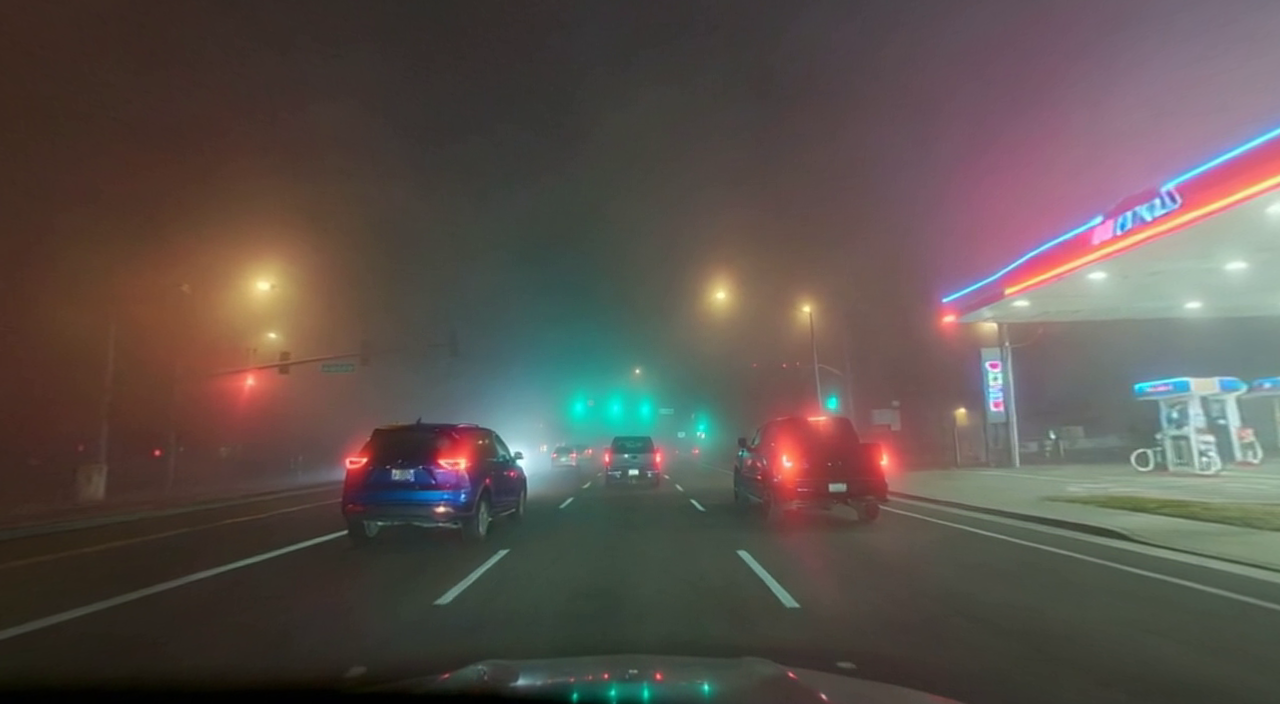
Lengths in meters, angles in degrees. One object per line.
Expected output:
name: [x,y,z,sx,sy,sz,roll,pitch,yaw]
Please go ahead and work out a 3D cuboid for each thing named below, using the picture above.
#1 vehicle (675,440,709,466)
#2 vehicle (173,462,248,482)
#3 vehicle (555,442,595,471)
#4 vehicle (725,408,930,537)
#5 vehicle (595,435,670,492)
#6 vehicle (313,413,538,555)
vehicle: [3.705,7.324,45.819,2.122,1.745,4.337,0,-8,0]
vehicle: [-33.863,9.428,49.760,4.630,1.484,1.790,-1,-8,4]
vehicle: [-3.617,5.908,35.833,1.954,1.497,4.078,0,-8,-1]
vehicle: [3.102,2.156,11.931,2.161,1.868,5.321,0,-8,-1]
vehicle: [-0.242,3.550,20.466,2.181,1.650,4.083,0,-8,-1]
vehicle: [-3.008,1.953,10.013,2.019,1.731,4.299,0,-8,0]
